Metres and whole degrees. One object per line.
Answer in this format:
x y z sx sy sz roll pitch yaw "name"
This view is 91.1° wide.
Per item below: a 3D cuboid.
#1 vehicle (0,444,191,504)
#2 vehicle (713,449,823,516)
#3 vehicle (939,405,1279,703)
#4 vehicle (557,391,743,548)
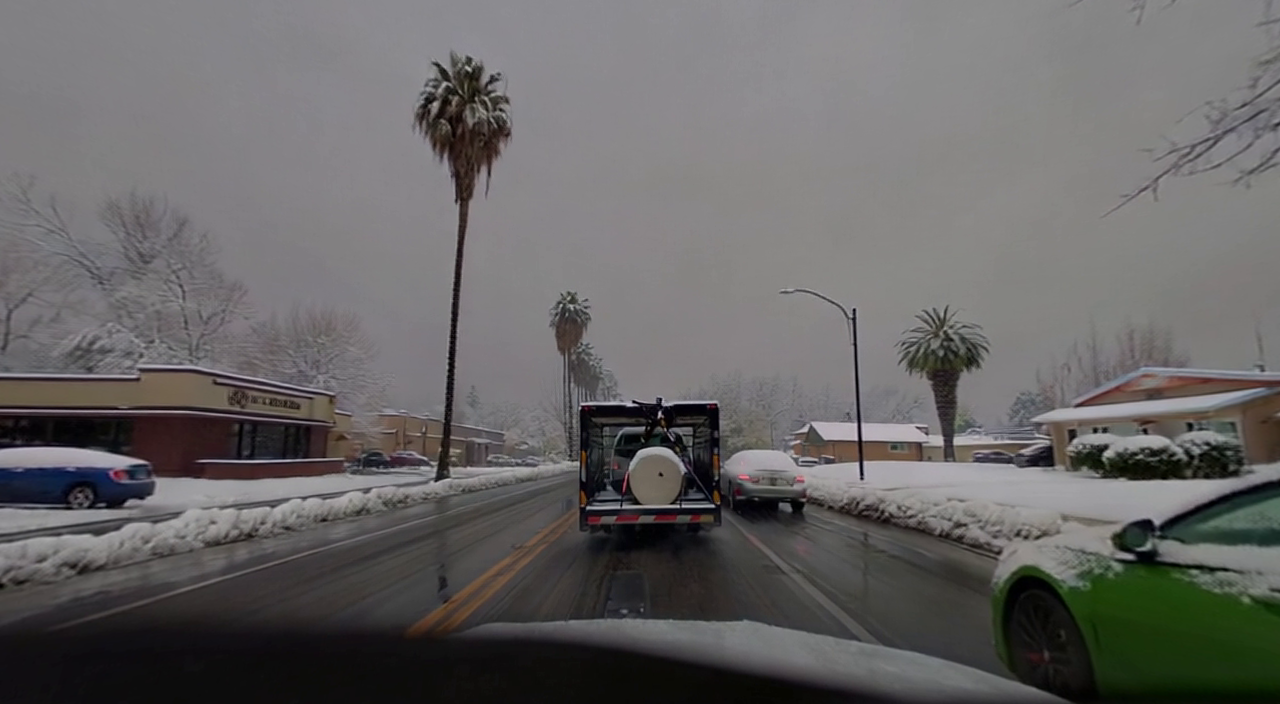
-15.115 3.249 16.918 4.490 1.500 1.875 0 -9 -2 "vehicle"
3.213 3.357 16.683 2.010 1.499 4.107 0 -9 0 "vehicle"
3.020 0.867 1.485 2.171 1.520 4.853 0 -9 -1 "vehicle"
0.180 2.229 12.595 2.728 2.305 6.506 0 -9 1 "vehicle"
